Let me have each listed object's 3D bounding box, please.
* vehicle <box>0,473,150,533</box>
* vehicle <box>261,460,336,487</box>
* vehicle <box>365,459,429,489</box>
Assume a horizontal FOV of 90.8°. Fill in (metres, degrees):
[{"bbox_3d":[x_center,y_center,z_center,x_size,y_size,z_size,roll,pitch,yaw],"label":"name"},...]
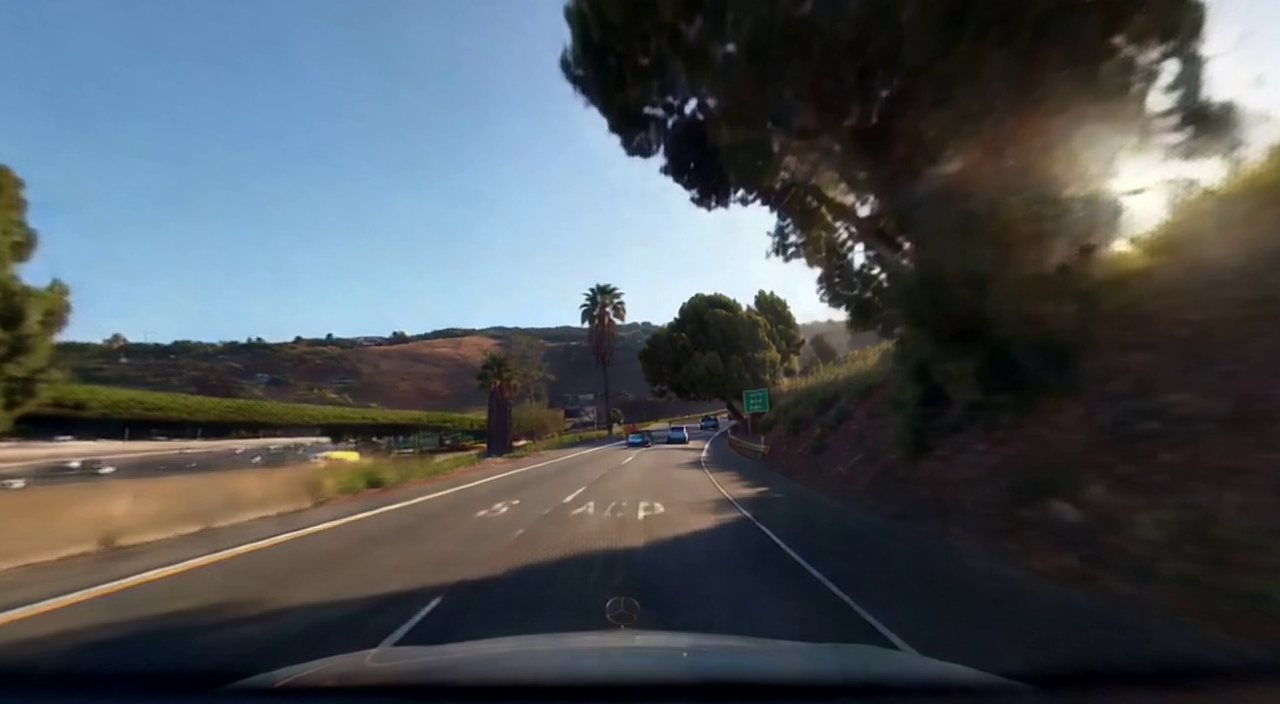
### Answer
[{"bbox_3d":[-20.060,5.218,22.289,1.956,1.716,4.330,-1,-9,2],"label":"vehicle"},{"bbox_3d":[-24.695,8.785,46.008,2.281,1.759,5.531,0,-8,1],"label":"vehicle"},{"bbox_3d":[-15.694,7.887,41.144,2.227,1.760,4.507,-1,-8,2],"label":"vehicle"}]
